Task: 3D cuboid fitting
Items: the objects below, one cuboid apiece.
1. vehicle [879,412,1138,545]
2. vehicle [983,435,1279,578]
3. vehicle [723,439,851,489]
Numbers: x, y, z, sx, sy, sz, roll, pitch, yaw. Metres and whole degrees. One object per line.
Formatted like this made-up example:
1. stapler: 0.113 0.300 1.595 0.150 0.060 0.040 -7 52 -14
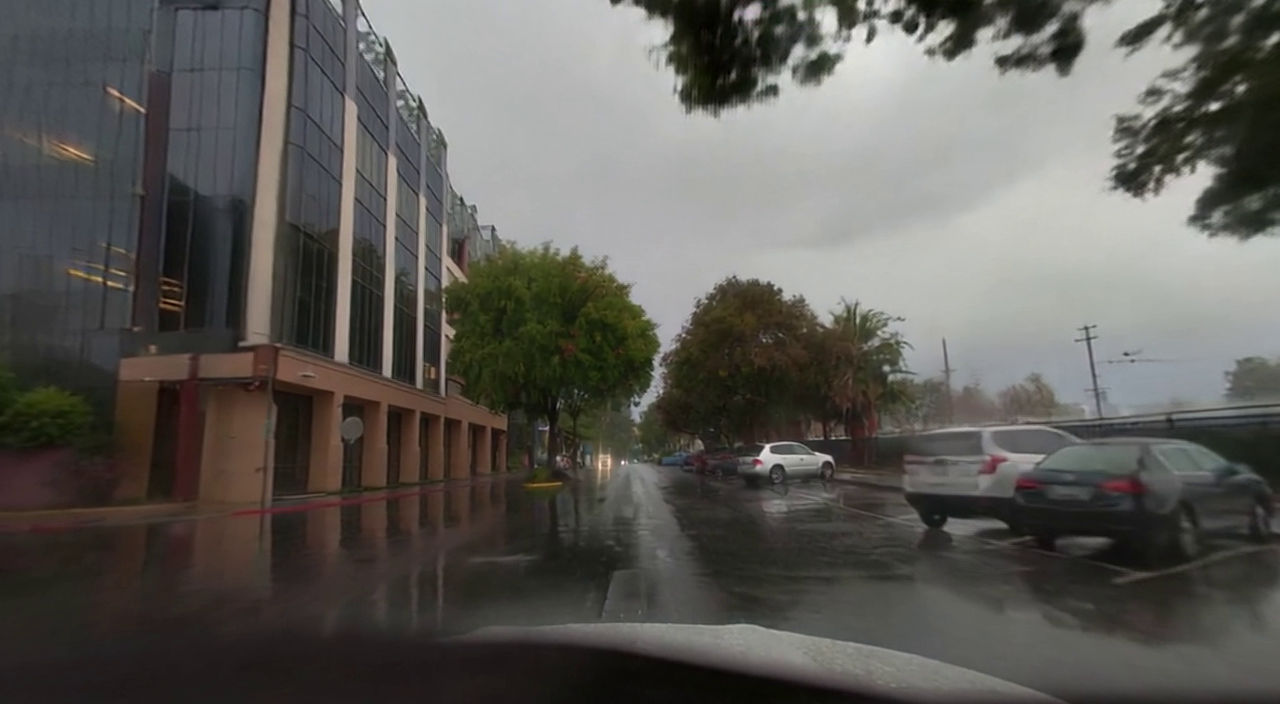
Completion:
1. vehicle: 6.817 2.204 11.539 4.892 1.927 2.065 6 -11 -35
2. vehicle: 6.939 1.937 8.661 4.402 1.474 1.957 6 -11 -33
3. vehicle: 6.382 4.780 27.314 5.061 1.829 2.274 2 -10 -29
